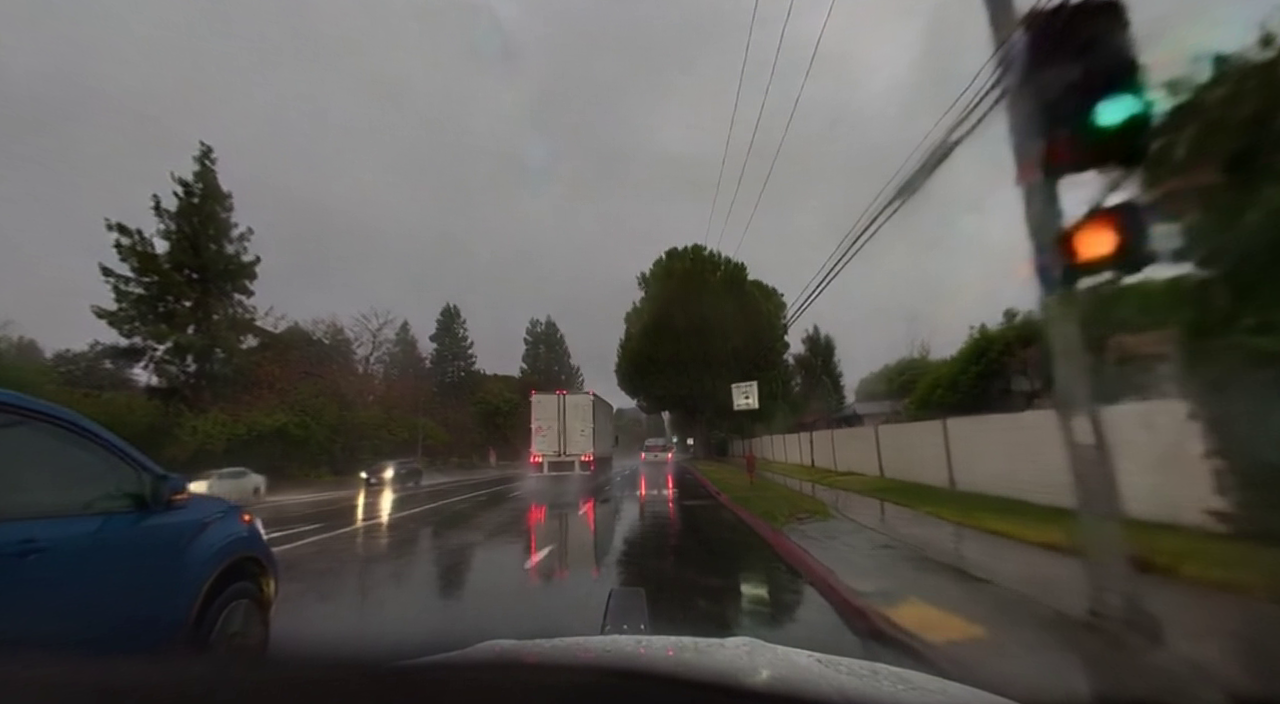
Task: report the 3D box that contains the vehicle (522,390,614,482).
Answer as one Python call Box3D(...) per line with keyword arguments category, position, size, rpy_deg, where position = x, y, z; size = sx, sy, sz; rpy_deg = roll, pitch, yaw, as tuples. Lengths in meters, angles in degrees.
Box3D(category="vehicle", position=(-3.085, 4.050, 29.876), size=(2.928, 3.658, 8.980), rpy_deg=(0, -9, 2))

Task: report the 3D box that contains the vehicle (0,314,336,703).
Box3D(category="vehicle", position=(-3.283, 0.793, 2.212), size=(2.093, 1.832, 4.508), rpy_deg=(0, -9, 1))

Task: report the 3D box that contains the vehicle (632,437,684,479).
Box3D(category="vehicle", position=(0.786, 4.732, 28.311), size=(2.174, 1.749, 4.113), rpy_deg=(0, -9, 1))

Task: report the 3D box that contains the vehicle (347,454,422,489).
Box3D(category="vehicle", position=(-14.090, 6.583, 35.095), size=(2.123, 1.789, 4.609), rpy_deg=(0, -9, 2))
